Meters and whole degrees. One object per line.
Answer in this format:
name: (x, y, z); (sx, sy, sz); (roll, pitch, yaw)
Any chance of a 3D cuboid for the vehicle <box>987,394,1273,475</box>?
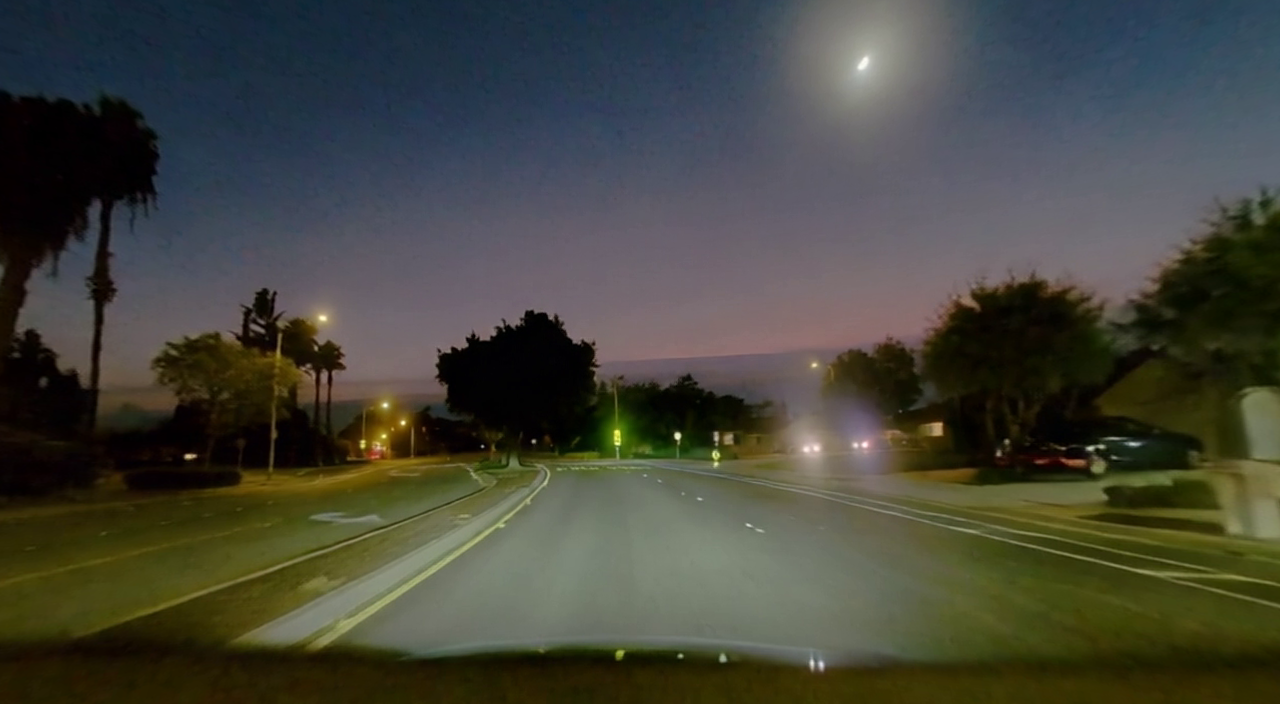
vehicle: (13.871, 2.487, 18.485); (6.051, 2.092, 2.231); (-3, -11, 19)
